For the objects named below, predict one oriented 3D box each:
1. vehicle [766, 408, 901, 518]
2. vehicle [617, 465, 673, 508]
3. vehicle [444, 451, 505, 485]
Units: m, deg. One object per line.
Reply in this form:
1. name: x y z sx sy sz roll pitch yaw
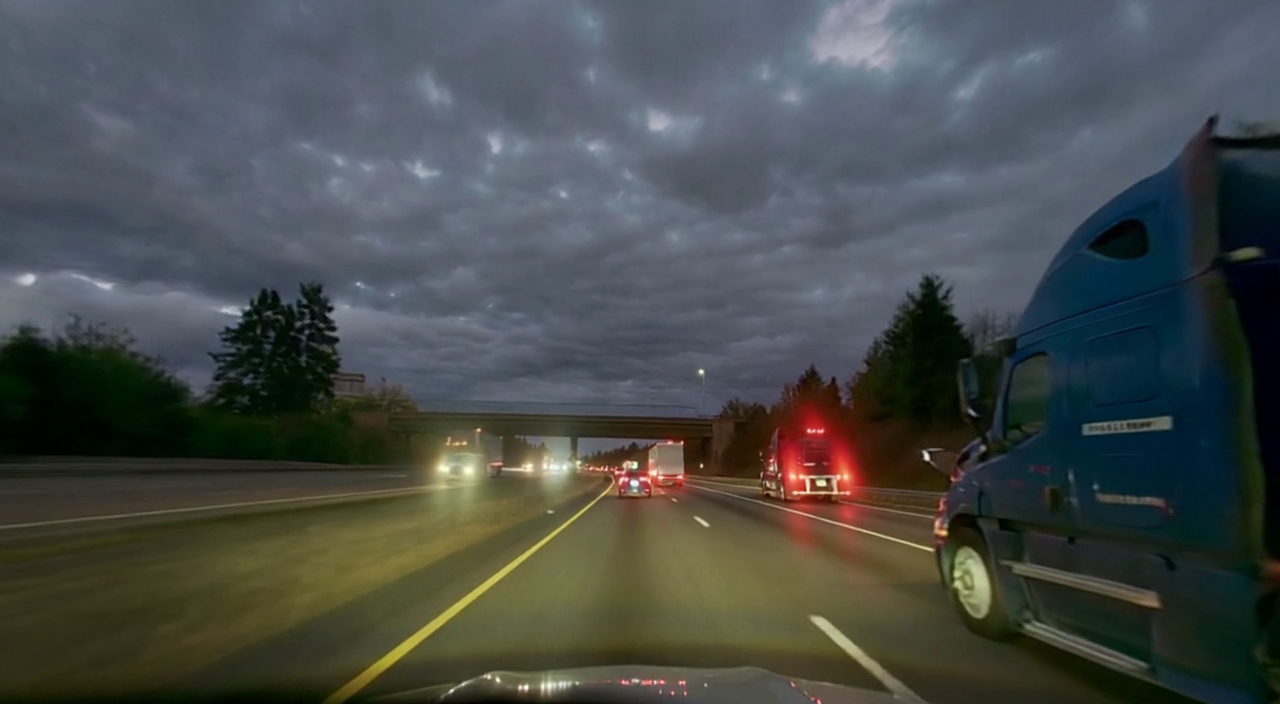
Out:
1. vehicle: 7.393 4.521 25.574 2.839 3.684 8.091 1 -11 0
2. vehicle: 0.183 5.343 25.271 2.067 1.552 3.601 1 -11 0
3. vehicle: -8.915 6.358 34.447 1.963 1.668 4.888 1 -11 0
